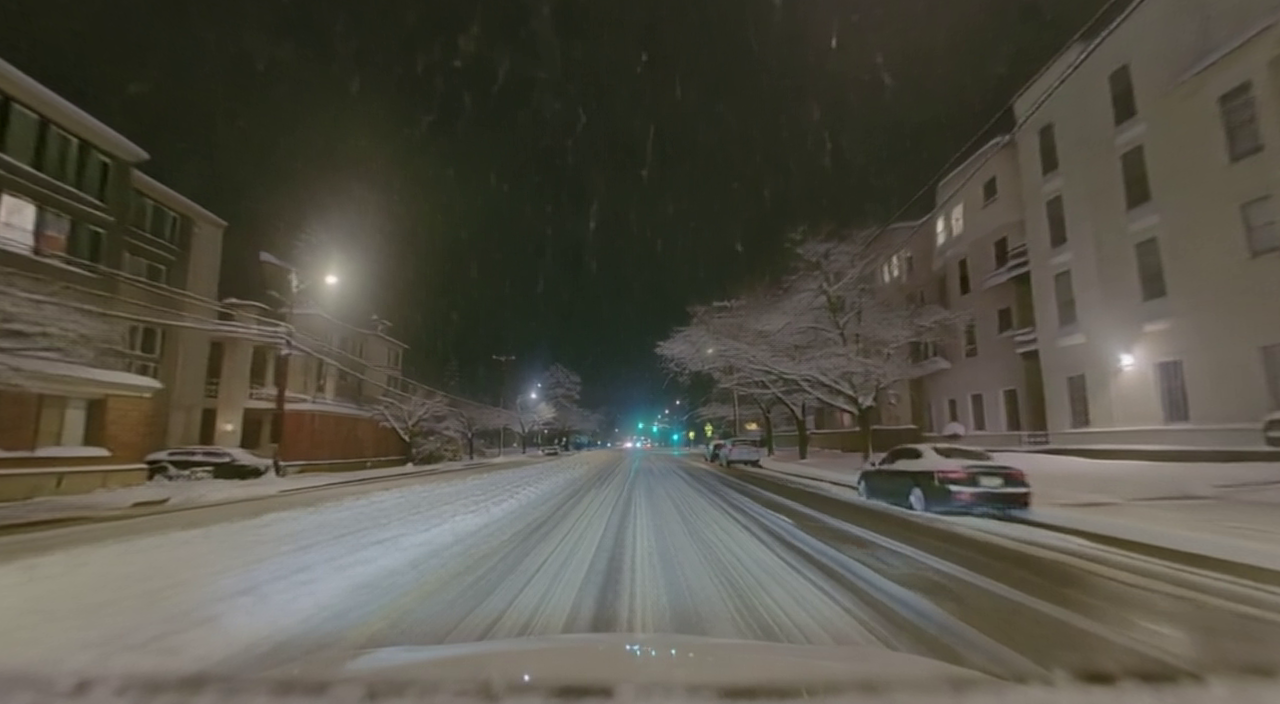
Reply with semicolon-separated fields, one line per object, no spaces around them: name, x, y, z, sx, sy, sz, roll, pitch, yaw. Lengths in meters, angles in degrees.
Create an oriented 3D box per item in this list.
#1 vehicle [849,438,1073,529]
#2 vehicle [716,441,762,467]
vehicle;6.148;2.545;12.952;1.944;1.478;4.885;0;-8;-1
vehicle;6.214;6.448;40.220;1.948;1.526;4.518;0;-8;-3
